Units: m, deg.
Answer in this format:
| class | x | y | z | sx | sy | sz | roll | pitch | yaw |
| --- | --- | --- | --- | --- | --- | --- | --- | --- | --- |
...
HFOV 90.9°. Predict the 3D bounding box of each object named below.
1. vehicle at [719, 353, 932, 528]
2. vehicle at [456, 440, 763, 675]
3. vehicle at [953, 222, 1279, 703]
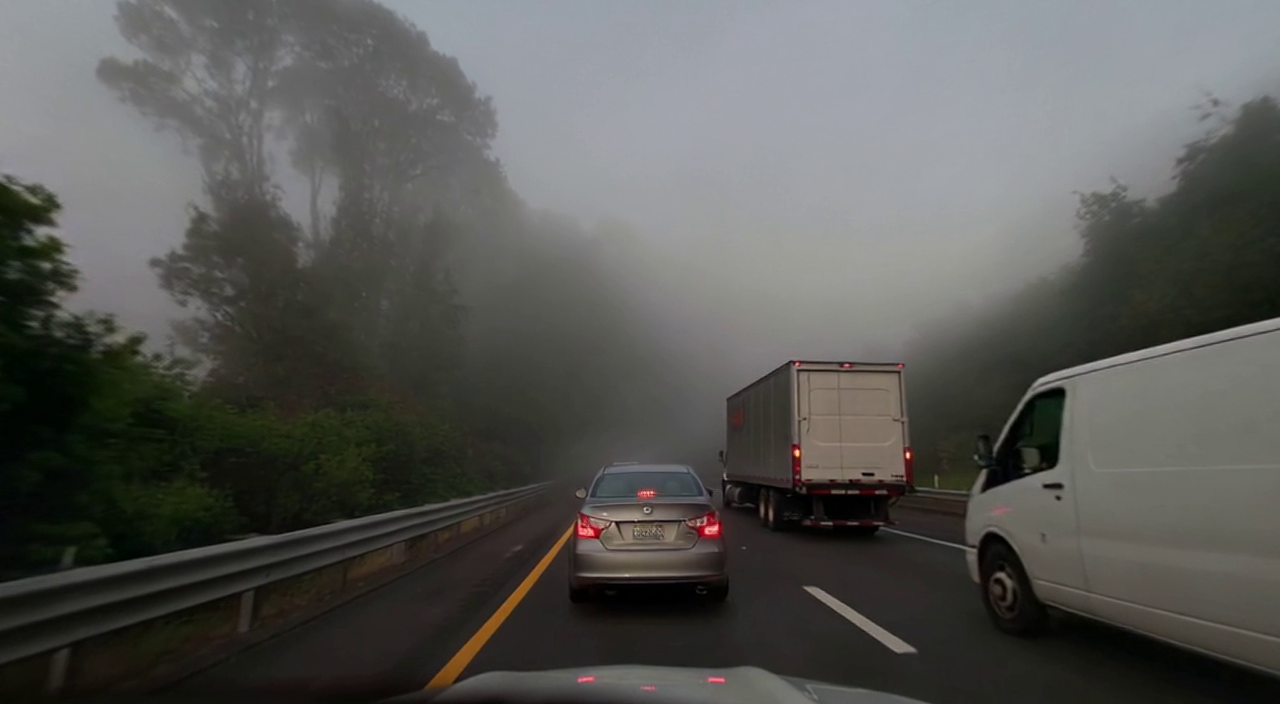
| class | x | y | z | sx | sy | sz | roll | pitch | yaw |
| --- | --- | --- | --- | --- | --- | --- | --- | --- | --- |
| vehicle | 4.936 | 3.028 | 20.068 | 2.936 | 3.972 | 11.144 | 1 | -11 | -2 |
| vehicle | -0.244 | 1.665 | 5.881 | 1.980 | 1.493 | 3.410 | 1 | -11 | -2 |
| vehicle | 4.190 | 0.749 | 3.312 | 2.328 | 2.537 | 5.290 | 1 | -11 | 1 |
